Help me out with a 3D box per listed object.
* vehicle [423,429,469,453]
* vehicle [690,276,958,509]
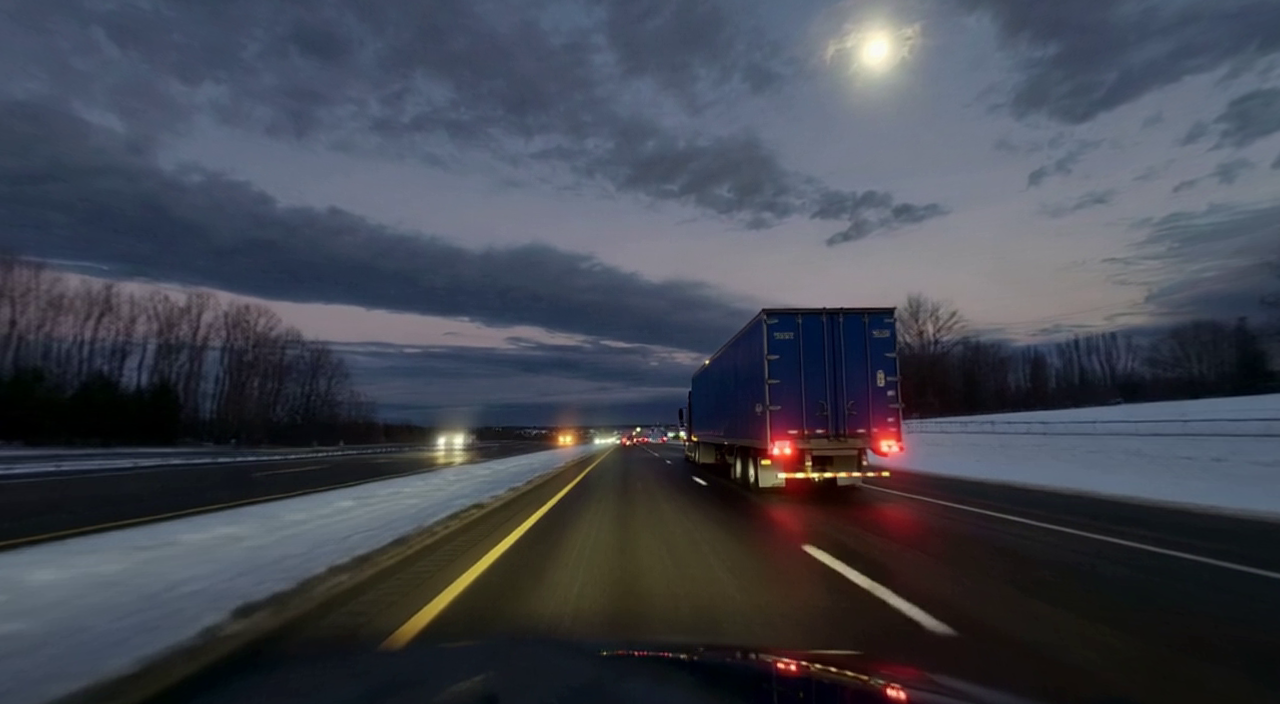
[{"bbox_3d":[-13.291,6.101,43.225,1.878,1.556,4.128,0,-8,-1],"label":"vehicle"},{"bbox_3d":[3.994,1.836,20.024,3.203,4.273,17.131,0,-8,-1],"label":"vehicle"}]
